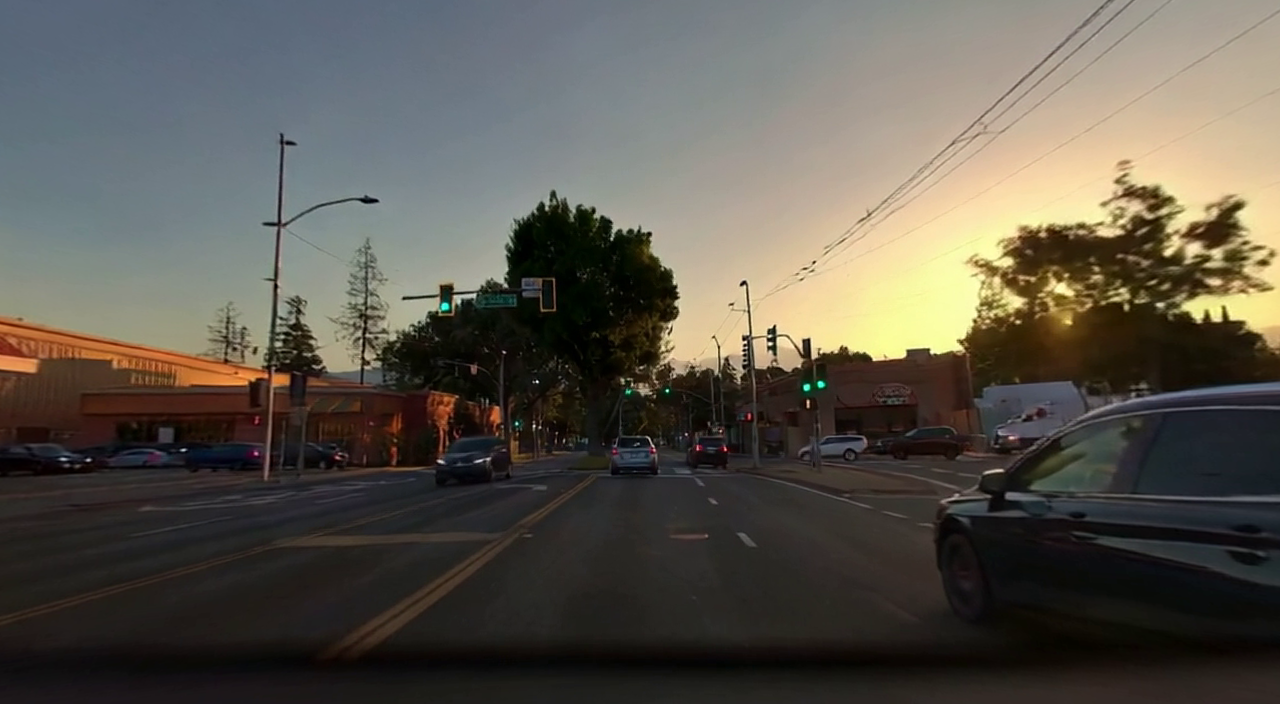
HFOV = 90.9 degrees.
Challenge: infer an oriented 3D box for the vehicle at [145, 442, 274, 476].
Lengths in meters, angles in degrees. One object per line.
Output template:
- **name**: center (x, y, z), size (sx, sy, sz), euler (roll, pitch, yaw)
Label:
- **vehicle**: center (-21.128, 5.259, 31.079), size (4.839, 1.604, 2.058), euler (-1, -8, 2)

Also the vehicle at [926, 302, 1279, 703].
- **vehicle**: center (3.392, 0.755, 2.301), size (2.335, 1.812, 5.041), euler (0, -8, 0)

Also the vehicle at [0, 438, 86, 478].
- **vehicle**: center (-31.597, 5.225, 31.243), size (5.964, 1.893, 2.363), euler (0, -8, 1)

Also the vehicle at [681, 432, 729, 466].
- **vehicle**: center (3.681, 5.607, 36.600), size (2.276, 1.787, 4.630), euler (0, -8, -1)

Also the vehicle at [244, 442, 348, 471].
- **vehicle**: center (-18.778, 5.720, 34.552), size (4.561, 1.531, 1.990), euler (0, -8, 1)

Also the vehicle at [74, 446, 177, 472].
- **vehicle**: center (-30.931, 6.423, 37.986), size (4.466, 1.527, 2.028), euler (0, -8, 2)

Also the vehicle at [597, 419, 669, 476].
- **vehicle**: center (-0.249, 3.928, 25.991), size (2.638, 2.065, 5.313), euler (0, -8, 0)

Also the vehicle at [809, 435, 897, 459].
- **vehicle**: center (14.251, 6.381, 42.391), size (5.218, 1.558, 1.963), euler (0, -8, -1)

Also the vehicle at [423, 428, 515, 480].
- **vehicle**: center (-6.721, 4.072, 25.383), size (2.335, 1.909, 4.593), euler (0, -8, 1)
